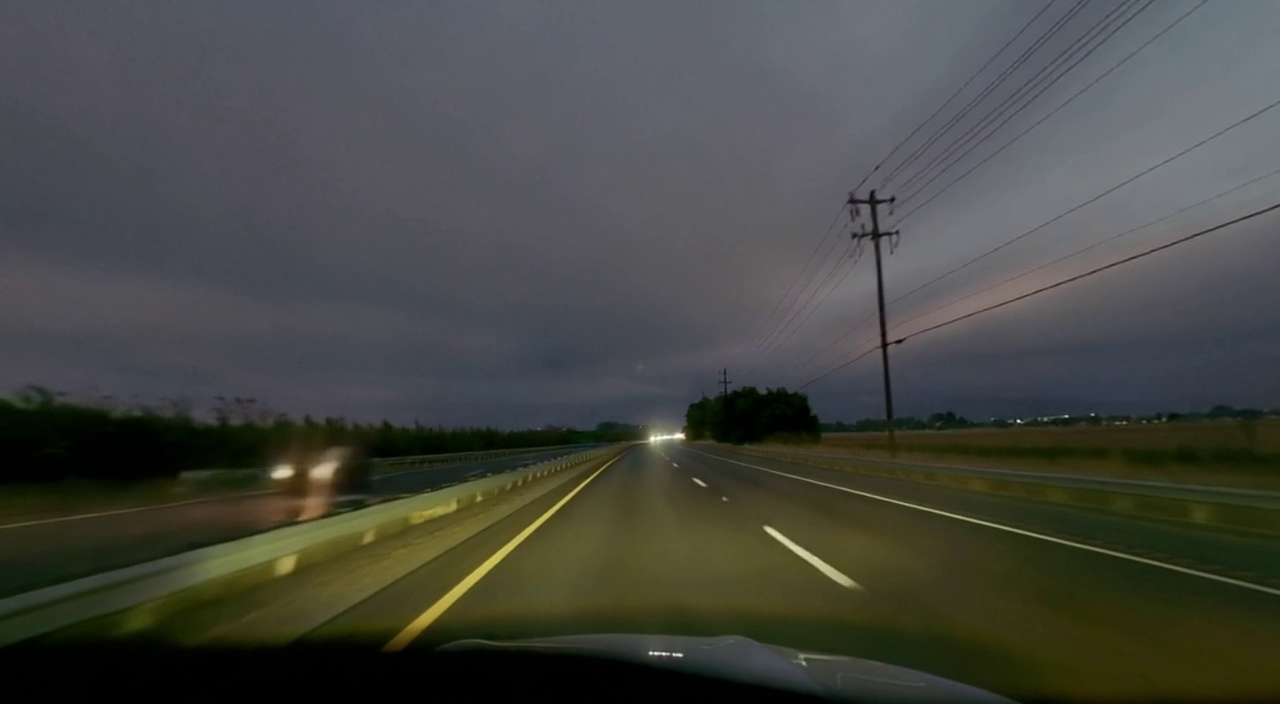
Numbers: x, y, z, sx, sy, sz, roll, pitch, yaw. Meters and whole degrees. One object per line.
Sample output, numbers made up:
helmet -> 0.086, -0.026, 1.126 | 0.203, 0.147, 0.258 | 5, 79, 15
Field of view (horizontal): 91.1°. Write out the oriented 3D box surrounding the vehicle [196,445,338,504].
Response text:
vehicle -> -10.637, 3.468, 18.252 | 1.844, 1.505, 3.708 | 0, -8, 0
